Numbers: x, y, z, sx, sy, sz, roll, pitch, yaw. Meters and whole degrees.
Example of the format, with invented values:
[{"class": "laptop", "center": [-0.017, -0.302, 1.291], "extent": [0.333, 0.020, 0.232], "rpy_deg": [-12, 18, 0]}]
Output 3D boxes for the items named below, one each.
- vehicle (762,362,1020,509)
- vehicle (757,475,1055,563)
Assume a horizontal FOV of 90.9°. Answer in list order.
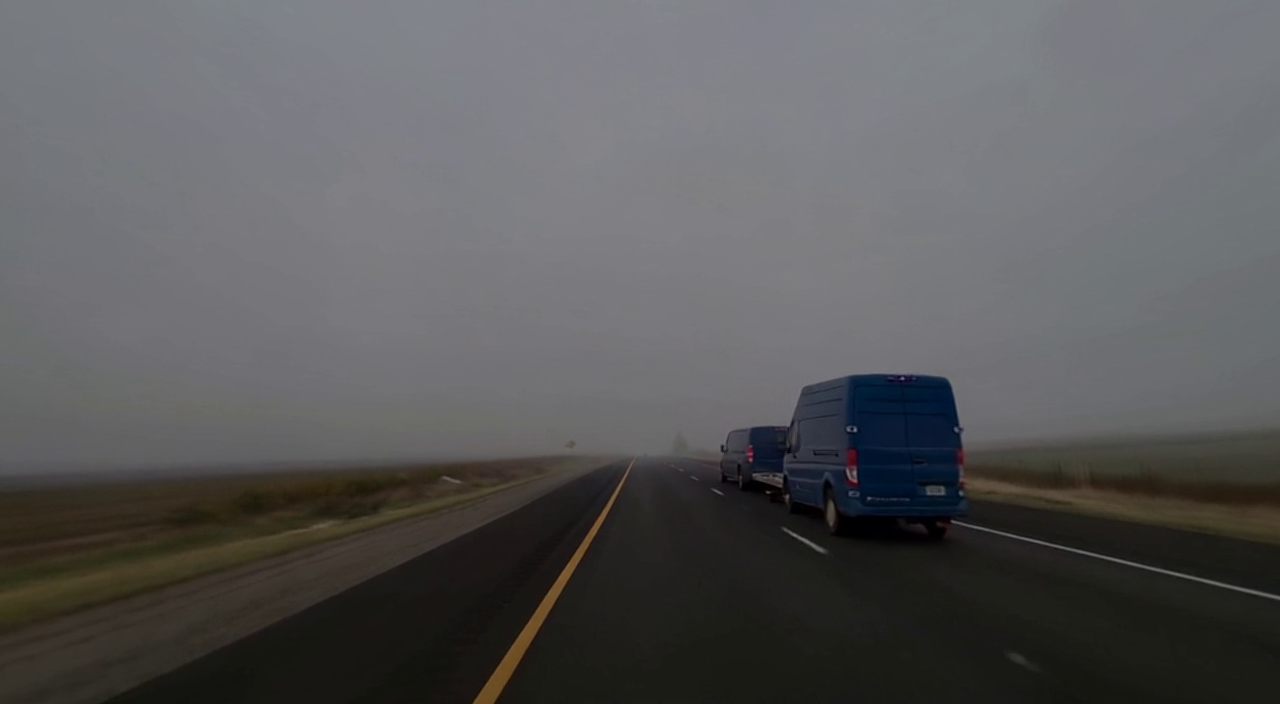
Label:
[{"class": "vehicle", "center": [4.077, 1.579, 11.728], "extent": [2.444, 2.053, 5.616], "rpy_deg": [0, -8, 0]}, {"class": "vehicle", "center": [4.045, 2.804, 11.405], "extent": [2.702, 0.824, 6.391], "rpy_deg": [0, -8, 0]}]
